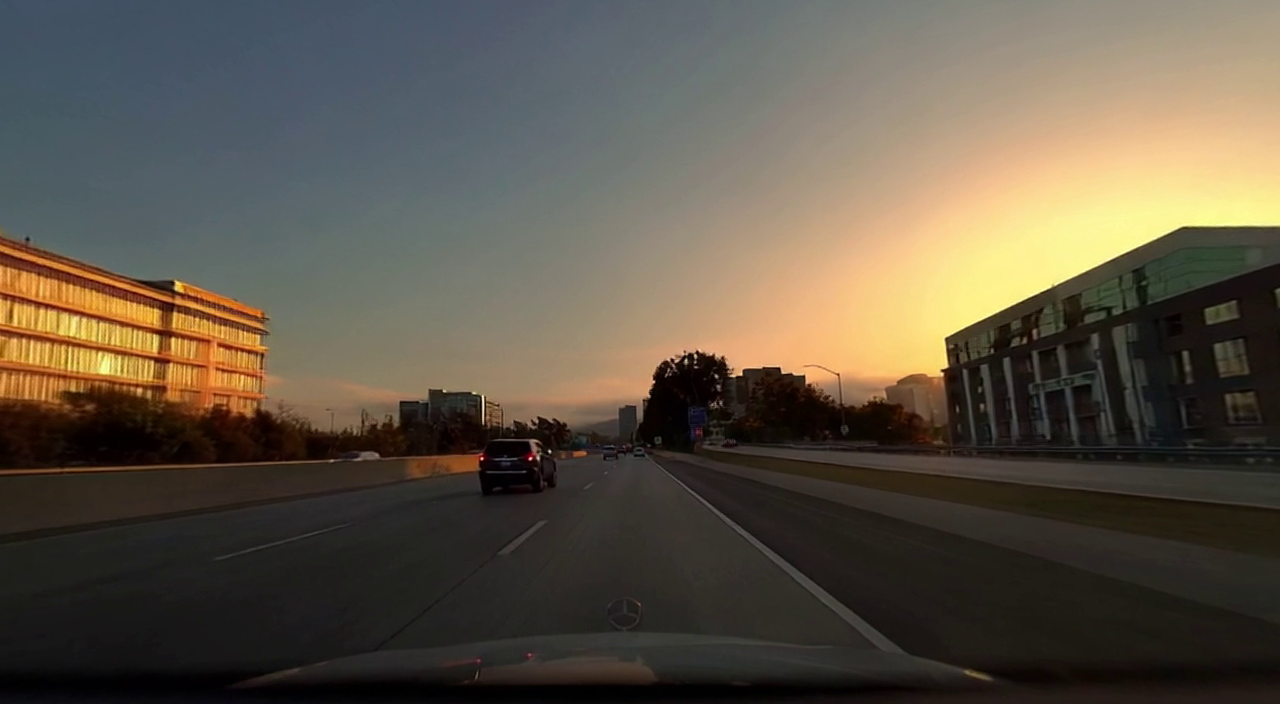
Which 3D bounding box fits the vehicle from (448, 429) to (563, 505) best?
[{"bbox_3d":[-3.536,3.144,17.732,2.145,1.828,4.867,0,-9,0],"label":"vehicle"}]
